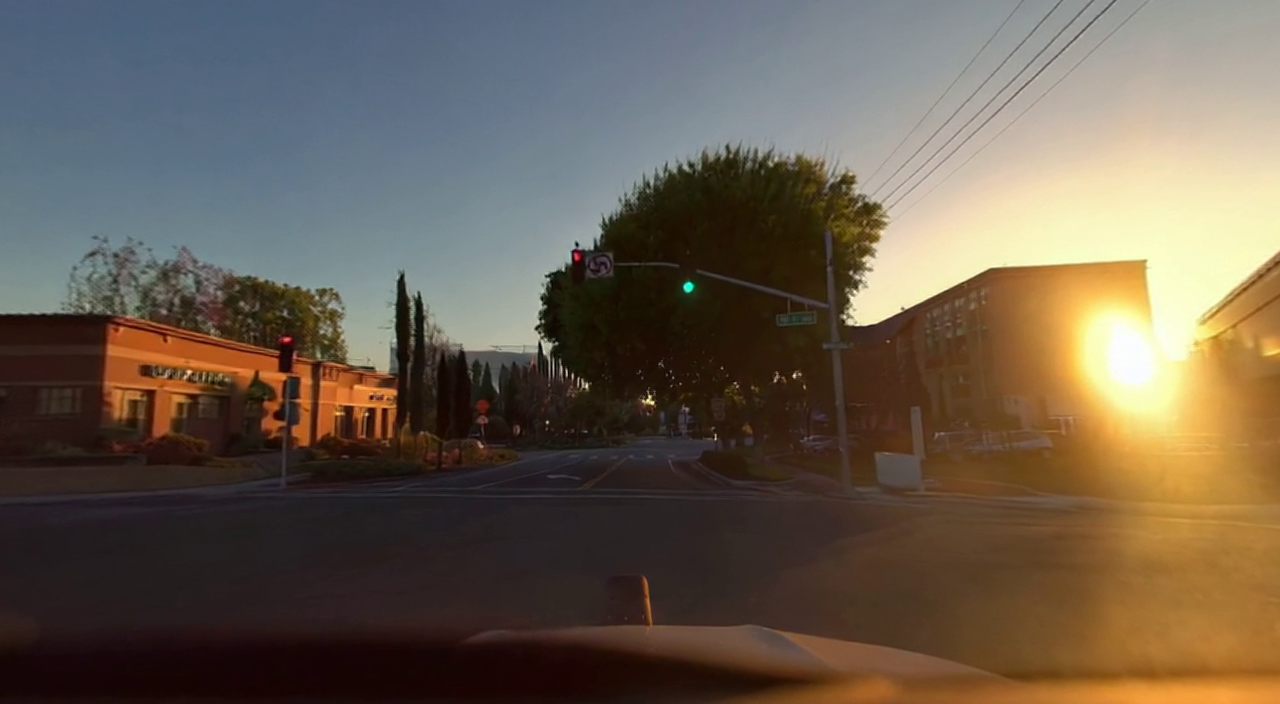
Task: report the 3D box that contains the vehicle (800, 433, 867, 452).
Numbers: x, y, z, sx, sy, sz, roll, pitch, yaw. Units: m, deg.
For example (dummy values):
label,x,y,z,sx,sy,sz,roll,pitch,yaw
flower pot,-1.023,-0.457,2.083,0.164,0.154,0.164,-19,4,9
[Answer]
label,x,y,z,sx,sy,sz,roll,pitch,yaw
vehicle,15.186,7.116,49.635,4.693,1.437,1.799,0,-8,3
